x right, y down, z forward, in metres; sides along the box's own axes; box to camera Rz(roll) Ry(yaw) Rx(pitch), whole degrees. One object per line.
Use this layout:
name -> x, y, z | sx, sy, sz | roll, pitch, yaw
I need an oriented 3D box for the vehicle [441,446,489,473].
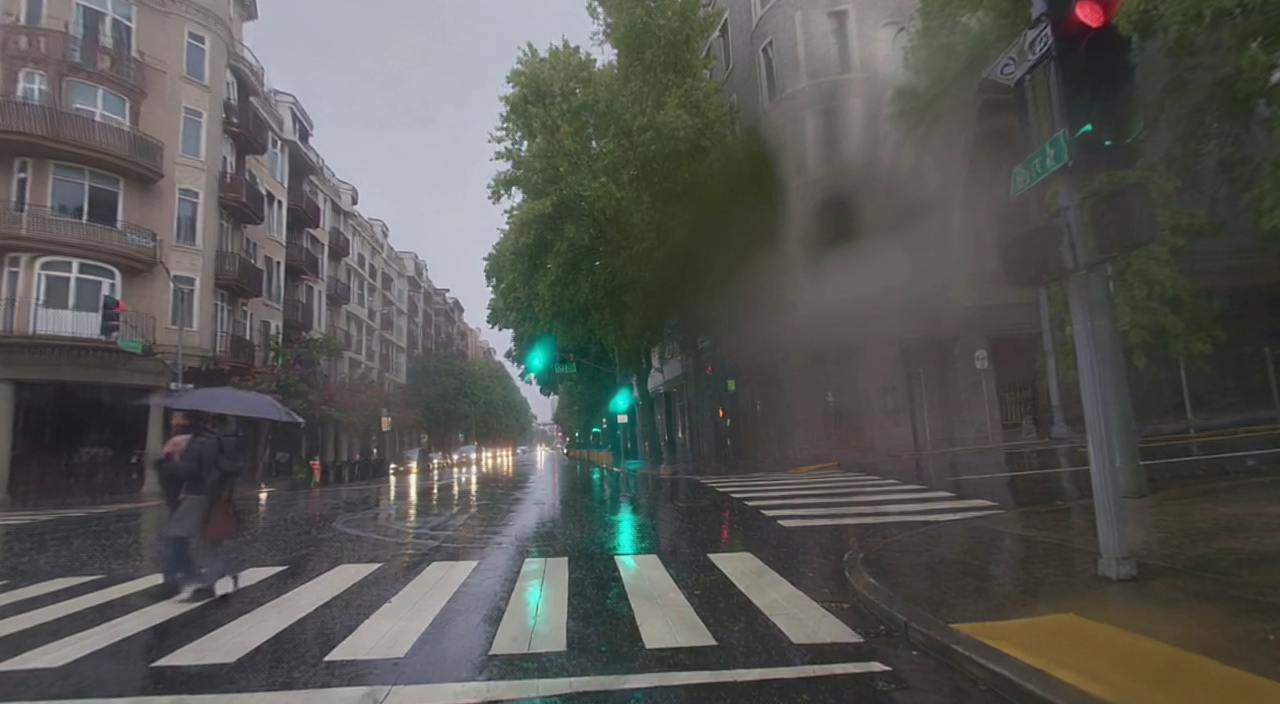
vehicle -> -10.462, 6.461, 38.134 | 2.196, 1.503, 4.371 | 1, -8, -8
